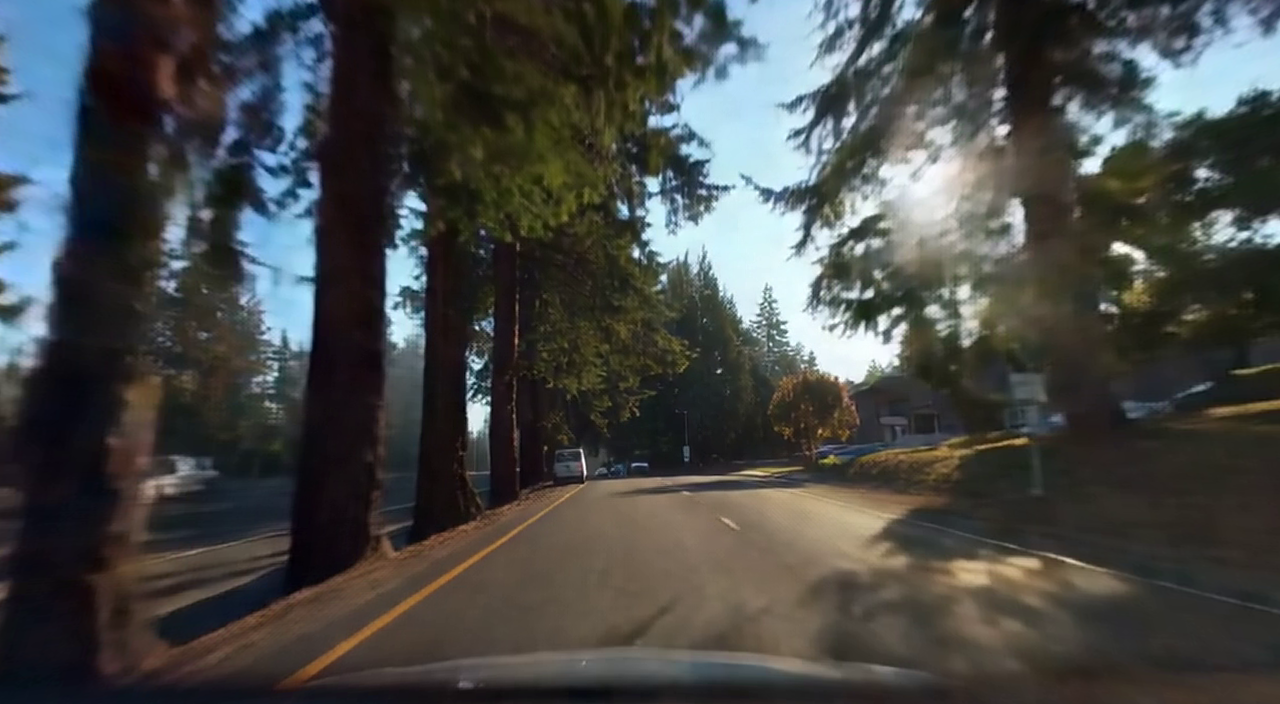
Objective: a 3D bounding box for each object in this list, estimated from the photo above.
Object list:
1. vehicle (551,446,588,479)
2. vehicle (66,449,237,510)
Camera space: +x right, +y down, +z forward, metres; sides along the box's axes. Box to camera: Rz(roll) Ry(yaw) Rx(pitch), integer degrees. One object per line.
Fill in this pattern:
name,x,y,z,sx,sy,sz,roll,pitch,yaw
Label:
vehicle,-5.138,8.081,46.649,2.323,2.252,4.808,0,-8,-2
vehicle,-16.321,4.222,21.542,2.069,1.776,4.803,0,-8,-2
